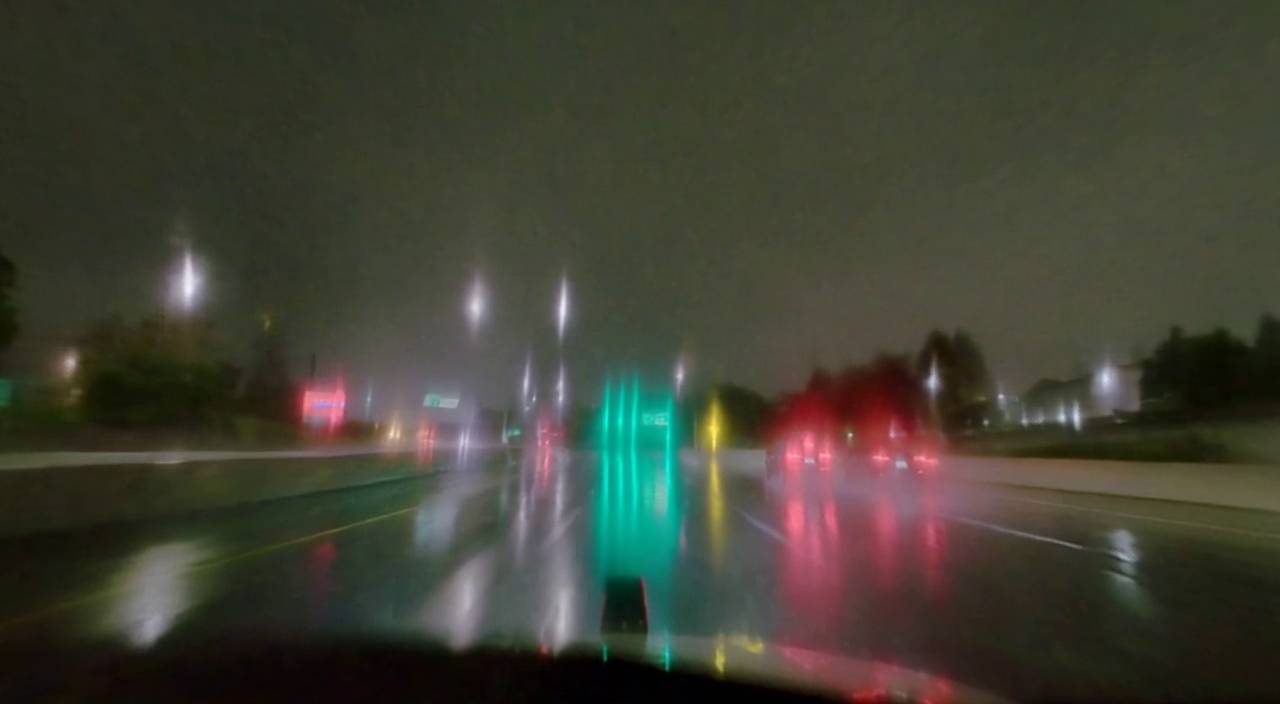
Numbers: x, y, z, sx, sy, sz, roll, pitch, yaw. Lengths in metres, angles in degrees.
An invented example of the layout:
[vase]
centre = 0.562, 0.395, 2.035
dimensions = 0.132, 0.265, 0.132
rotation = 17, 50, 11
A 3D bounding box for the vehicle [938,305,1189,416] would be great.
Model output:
[vehicle]
centre = 24.169, 1.120, 37.995
dimensions = 2.893, 4.671, 14.157
rotation = 4, -9, -13
